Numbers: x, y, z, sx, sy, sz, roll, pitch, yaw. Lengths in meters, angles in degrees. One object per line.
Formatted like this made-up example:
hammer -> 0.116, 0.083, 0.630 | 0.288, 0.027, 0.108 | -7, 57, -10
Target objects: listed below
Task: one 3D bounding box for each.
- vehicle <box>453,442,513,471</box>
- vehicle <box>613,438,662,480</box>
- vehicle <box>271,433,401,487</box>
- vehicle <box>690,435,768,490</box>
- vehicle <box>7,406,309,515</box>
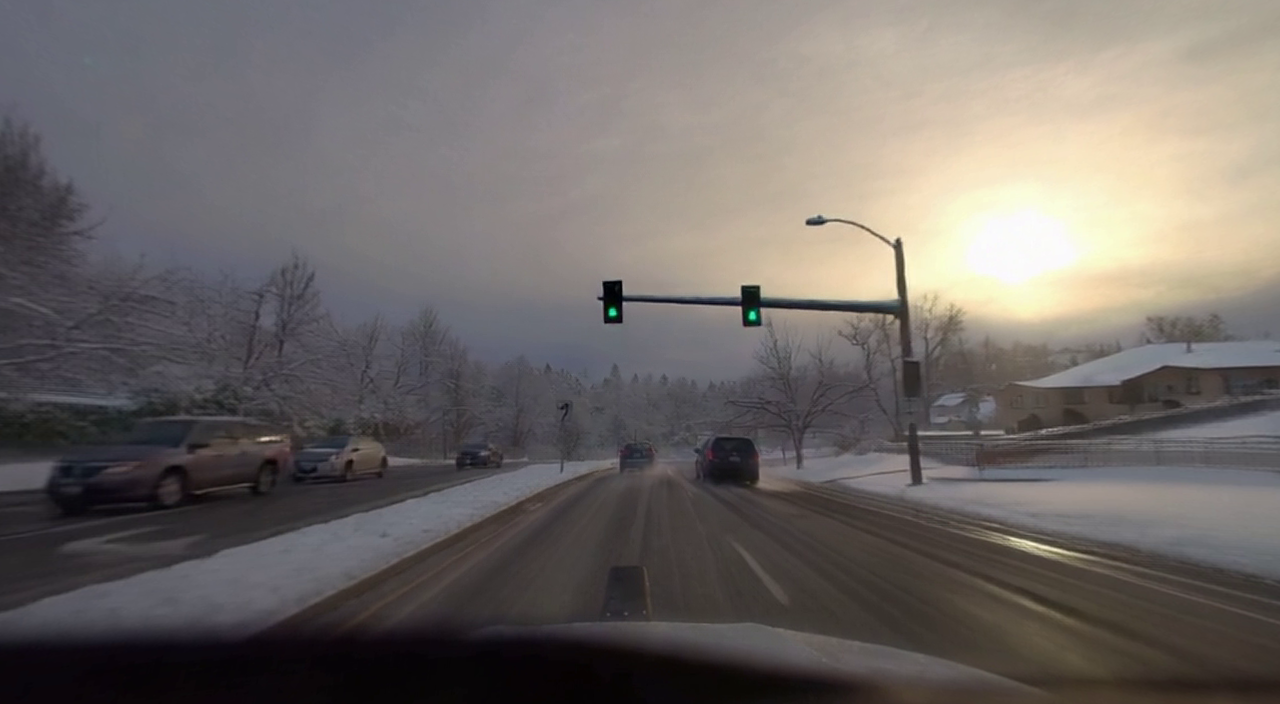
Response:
vehicle -> -8.763, 5.848, 35.623 | 1.991, 1.503, 4.688 | -1, -8, 3
vehicle -> -0.074, 5.052, 30.051 | 2.185, 1.822, 4.391 | 0, -8, 1
vehicle -> -9.158, 3.268, 19.452 | 1.829, 1.463, 4.403 | 0, -8, 0
vehicle -> 3.078, 3.950, 22.874 | 2.166, 1.799, 4.372 | 0, -8, 0
vehicle -> -9.195, 2.138, 12.873 | 1.893, 1.735, 5.318 | 0, -8, 1
